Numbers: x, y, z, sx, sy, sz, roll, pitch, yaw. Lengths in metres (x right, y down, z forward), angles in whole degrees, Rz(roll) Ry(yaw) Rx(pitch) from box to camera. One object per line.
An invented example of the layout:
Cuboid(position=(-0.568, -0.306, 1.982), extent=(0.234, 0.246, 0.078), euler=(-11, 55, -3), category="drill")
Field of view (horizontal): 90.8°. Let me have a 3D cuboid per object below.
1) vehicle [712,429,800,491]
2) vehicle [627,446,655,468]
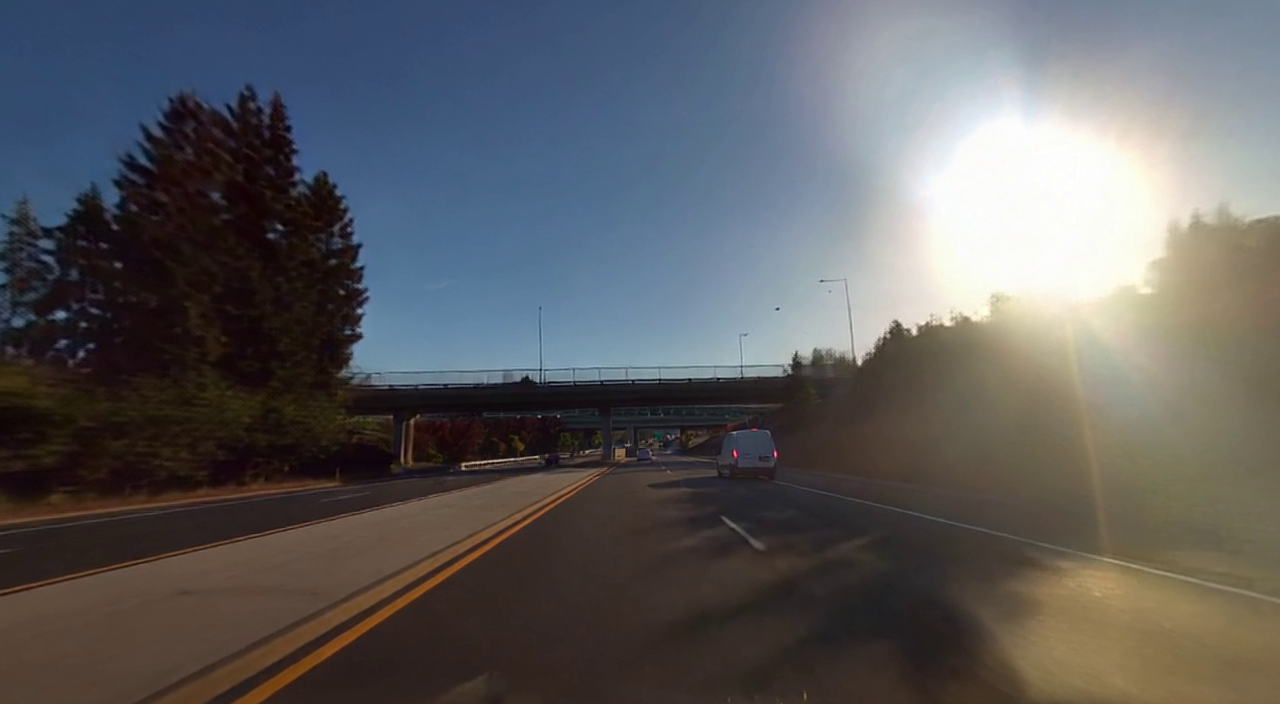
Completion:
Cuboid(position=(4.129, 3.968, 23.480), extent=(2.152, 1.998, 5.380), euler=(0, -9, -1), category="vehicle")
Cuboid(position=(0.133, 8.116, 48.753), extent=(2.013, 1.584, 3.995), euler=(0, -9, 2), category="vehicle")
